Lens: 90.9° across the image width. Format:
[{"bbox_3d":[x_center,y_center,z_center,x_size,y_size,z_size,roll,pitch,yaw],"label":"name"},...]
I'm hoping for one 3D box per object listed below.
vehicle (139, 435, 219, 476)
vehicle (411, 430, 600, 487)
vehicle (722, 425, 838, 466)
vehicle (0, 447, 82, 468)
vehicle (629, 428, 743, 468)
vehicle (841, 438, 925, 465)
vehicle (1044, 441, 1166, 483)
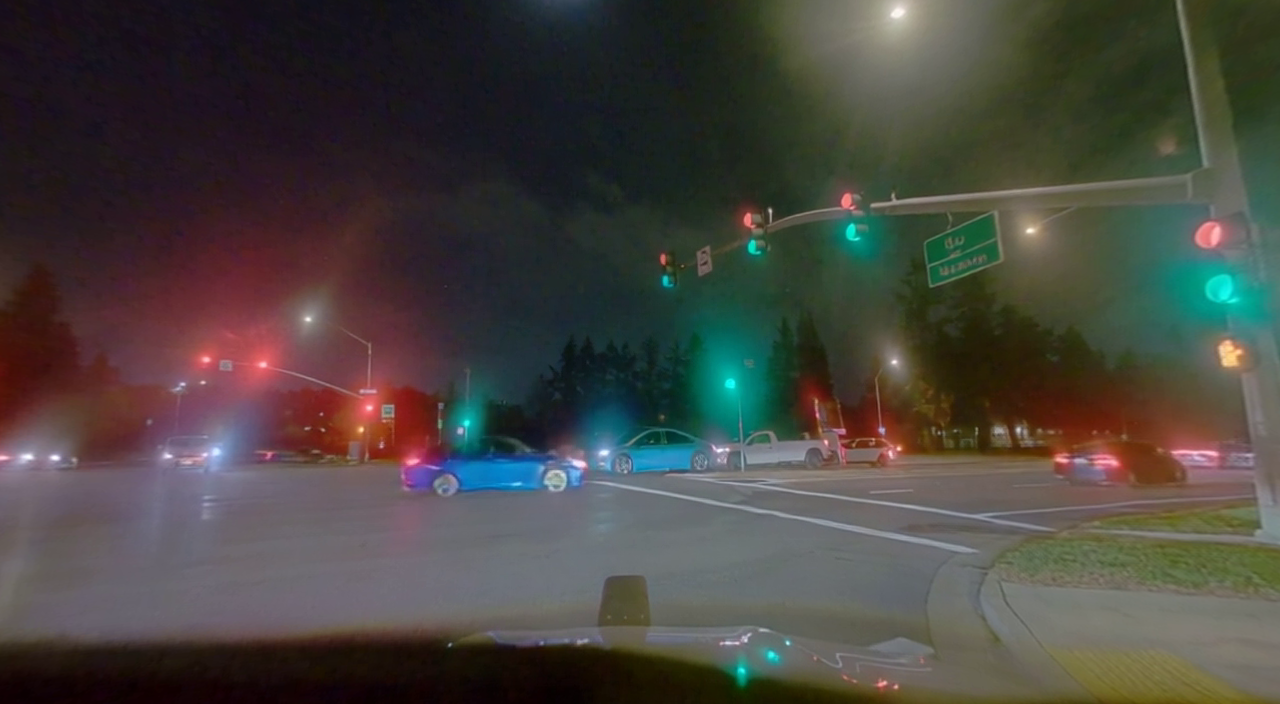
[{"bbox_3d":[-22.521,4.972,30.662,2.450,1.807,5.332,7,-11,-41],"label":"vehicle"},{"bbox_3d":[-3.636,2.922,17.445,4.686,1.425,2.018,-2,-8,12],"label":"vehicle"},{"bbox_3d":[7.350,4.927,33.077,5.791,1.964,2.199,5,-9,-26],"label":"vehicle"},{"bbox_3d":[-44.282,7.734,46.227,4.589,1.462,1.953,0,-8,-5],"label":"vehicle"},{"bbox_3d":[1.945,4.043,26.729,4.483,1.589,1.852,4,-9,-26],"label":"vehicle"},{"bbox_3d":[13.877,5.645,35.918,4.457,1.429,1.862,4,-9,-26],"label":"vehicle"},{"bbox_3d":[17.251,4.014,23.338,4.425,1.366,1.865,4,-9,-29],"label":"vehicle"}]
